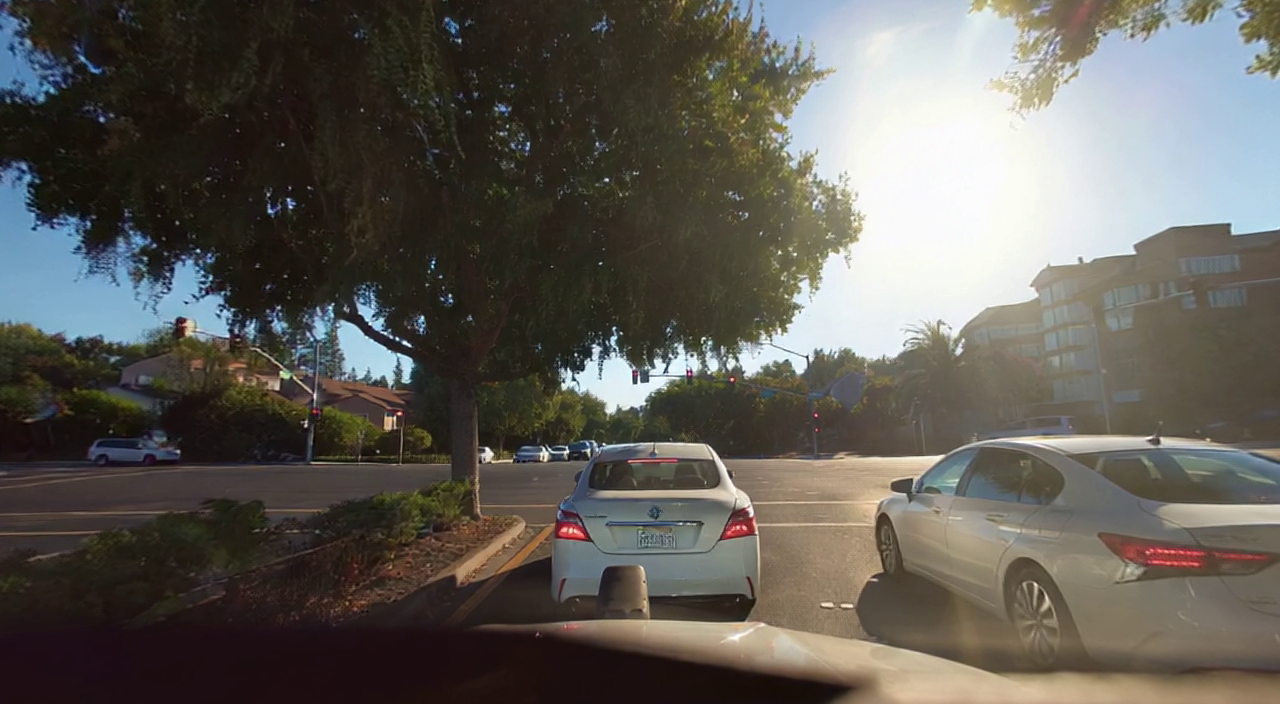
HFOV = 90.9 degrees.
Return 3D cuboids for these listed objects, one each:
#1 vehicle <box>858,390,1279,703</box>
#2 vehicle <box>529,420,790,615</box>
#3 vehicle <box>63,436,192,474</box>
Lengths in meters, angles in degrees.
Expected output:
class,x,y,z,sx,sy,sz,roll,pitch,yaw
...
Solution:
class,x,y,z,sx,sy,sz,roll,pitch,yaw
vehicle,3.176,1.127,3.897,1.931,1.493,4.555,0,-8,-1
vehicle,0.111,1.566,6.874,2.017,1.485,3.813,0,-8,-1
vehicle,-24.272,4.869,29.991,4.450,1.684,1.894,0,-8,0
